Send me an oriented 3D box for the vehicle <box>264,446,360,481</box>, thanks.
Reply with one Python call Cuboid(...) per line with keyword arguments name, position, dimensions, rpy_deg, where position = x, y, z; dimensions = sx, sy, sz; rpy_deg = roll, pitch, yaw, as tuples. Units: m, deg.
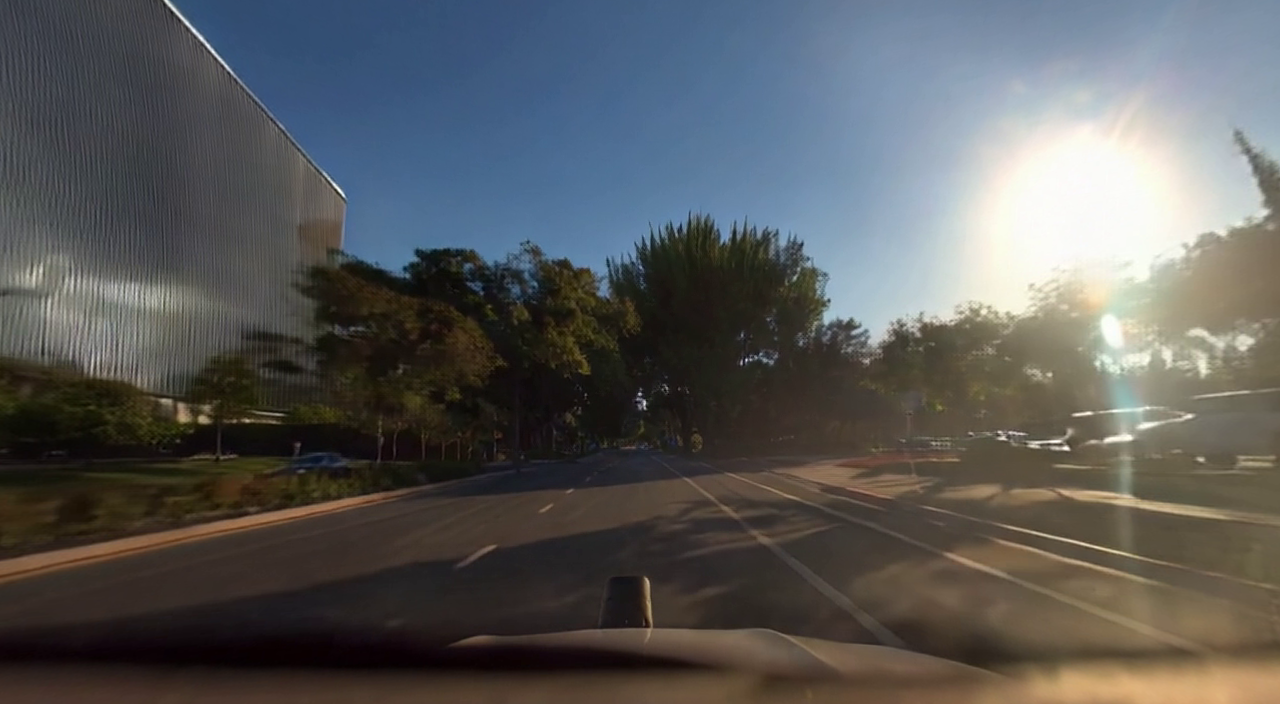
Cuboid(name="vehicle", position=(-15.522, 5.256, 30.167), dimensions=(1.982, 1.504, 4.683), rpy_deg=(0, -8, 1))
